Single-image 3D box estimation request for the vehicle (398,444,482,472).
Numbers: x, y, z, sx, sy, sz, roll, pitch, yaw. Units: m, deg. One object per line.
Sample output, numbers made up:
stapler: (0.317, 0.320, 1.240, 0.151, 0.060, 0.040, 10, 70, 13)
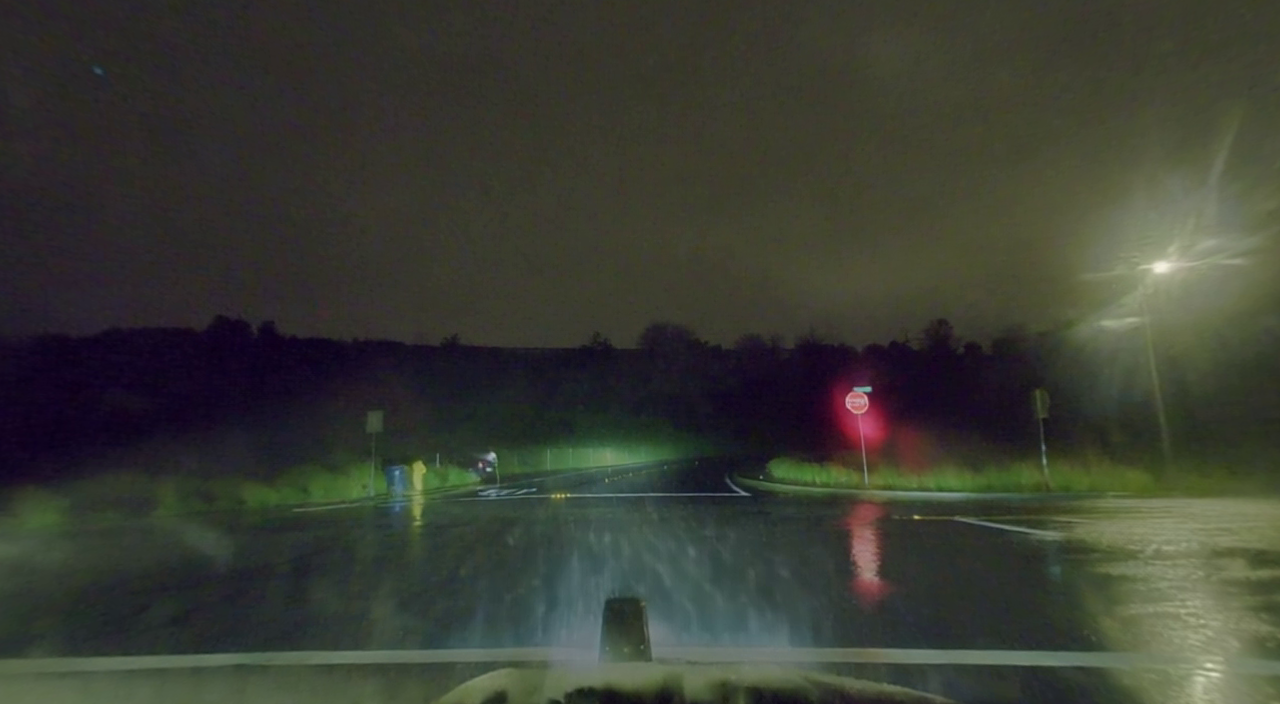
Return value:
vehicle: (-12.669, 6.726, 40.070, 4.590, 1.735, 1.973, -1, -8, 3)
